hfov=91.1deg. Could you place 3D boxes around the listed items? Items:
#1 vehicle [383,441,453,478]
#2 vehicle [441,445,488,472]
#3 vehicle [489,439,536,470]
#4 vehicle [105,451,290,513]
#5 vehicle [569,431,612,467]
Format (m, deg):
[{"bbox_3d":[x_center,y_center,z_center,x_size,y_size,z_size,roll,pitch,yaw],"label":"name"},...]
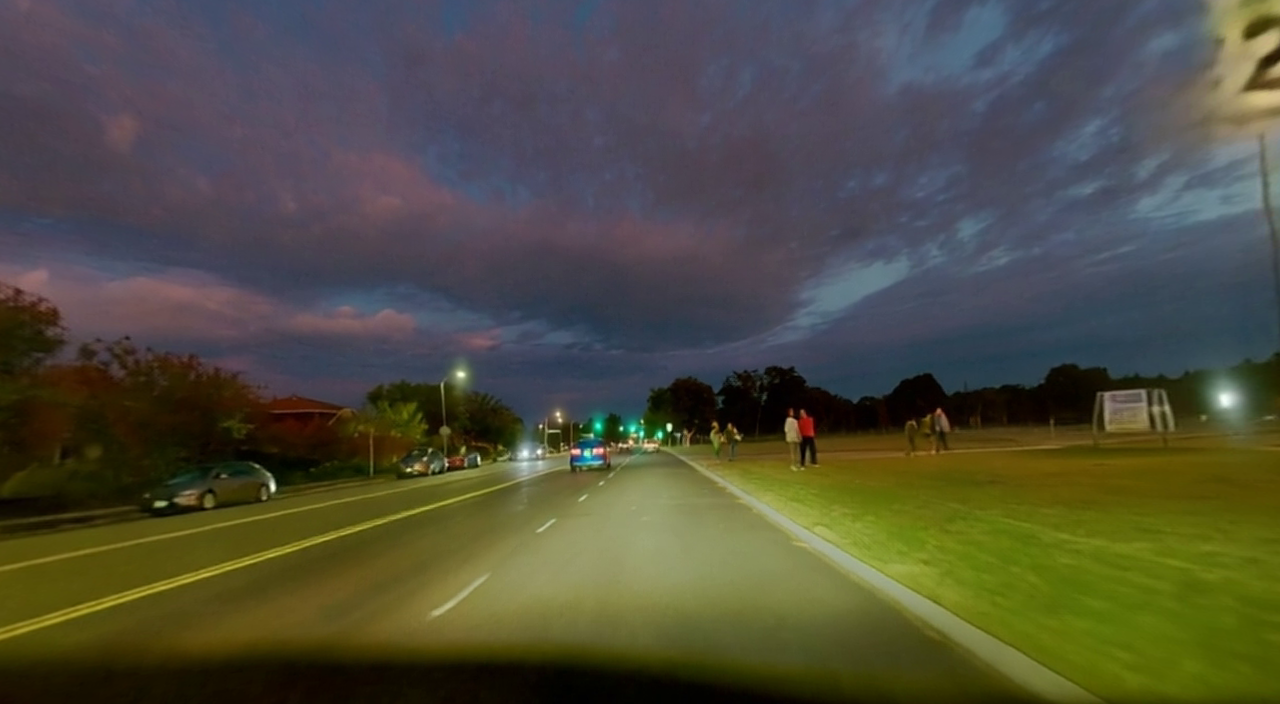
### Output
[{"bbox_3d":[-11.691,5.646,33.429,1.904,1.728,4.997,1,-8,-1],"label":"vehicle"},{"bbox_3d":[-11.638,7.057,41.917,1.910,1.462,4.581,-4,-7,-1],"label":"vehicle"},{"bbox_3d":[-8.451,6.799,41.991,2.019,1.907,4.697,0,-8,2],"label":"vehicle"},{"bbox_3d":[-12.206,3.581,17.820,1.887,1.469,4.691,0,-9,-1],"label":"vehicle"},{"bbox_3d":[-2.632,5.251,34.225,1.908,1.809,4.230,0,-8,2],"label":"vehicle"}]
